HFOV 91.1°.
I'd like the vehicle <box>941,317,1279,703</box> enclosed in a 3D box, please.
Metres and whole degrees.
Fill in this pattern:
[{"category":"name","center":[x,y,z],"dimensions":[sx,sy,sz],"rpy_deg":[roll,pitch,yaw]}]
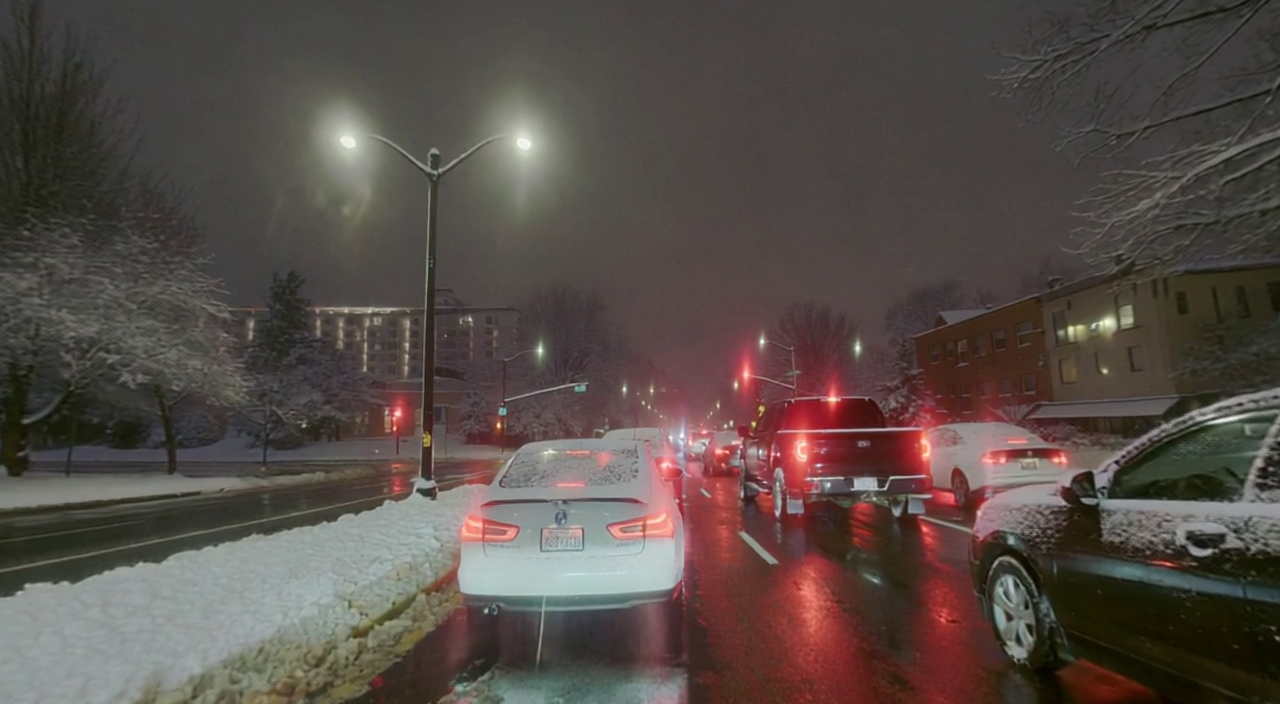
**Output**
[{"category":"vehicle","center":[3.164,0.751,2.087],"dimensions":[2.024,1.723,4.714],"rpy_deg":[0,-9,1]}]

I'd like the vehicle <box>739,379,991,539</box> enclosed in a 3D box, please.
[{"category":"vehicle","center":[3.554,1.902,11.644],"dimensions":[2.497,2.186,5.890],"rpy_deg":[0,-9,0]}]

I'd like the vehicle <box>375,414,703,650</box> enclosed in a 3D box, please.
[{"category":"vehicle","center":[-0.610,1.502,6.340],"dimensions":[2.172,1.536,4.250],"rpy_deg":[0,-9,2]}]
